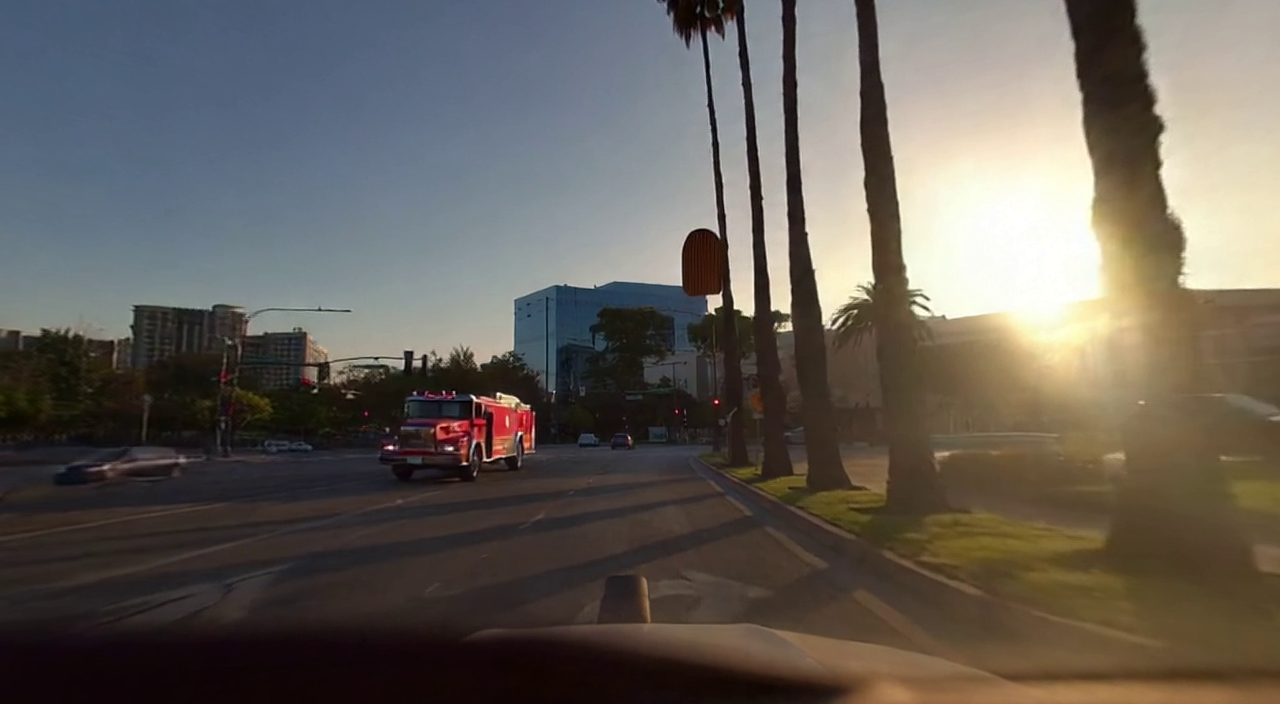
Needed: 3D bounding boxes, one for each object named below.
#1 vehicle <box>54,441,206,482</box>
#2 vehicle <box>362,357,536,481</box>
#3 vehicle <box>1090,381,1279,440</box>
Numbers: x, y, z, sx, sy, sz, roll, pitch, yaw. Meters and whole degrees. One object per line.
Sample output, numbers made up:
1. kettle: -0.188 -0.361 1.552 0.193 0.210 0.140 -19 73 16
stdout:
1. vehicle: -21.656 4.642 27.037 2.052 1.594 5.203 0 -8 2
2. vehicle: -6.699 2.868 24.782 3.008 3.730 11.786 0 -8 1
3. vehicle: 15.089 1.582 16.640 4.663 1.457 2.045 -1 -7 2
